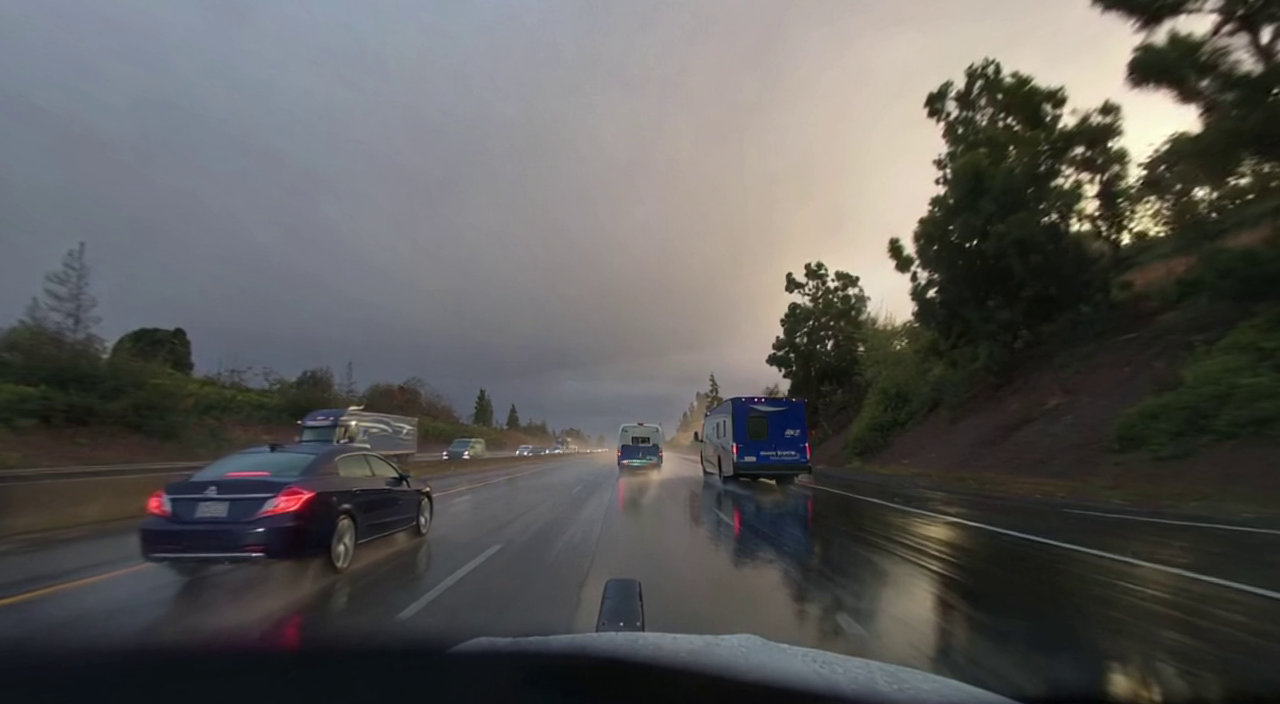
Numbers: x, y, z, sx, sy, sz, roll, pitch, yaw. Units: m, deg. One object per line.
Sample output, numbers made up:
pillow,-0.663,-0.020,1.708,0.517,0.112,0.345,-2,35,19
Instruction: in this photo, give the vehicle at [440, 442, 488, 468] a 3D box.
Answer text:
vehicle,-11.898,7.000,42.965,1.961,1.697,4.316,0,-9,0

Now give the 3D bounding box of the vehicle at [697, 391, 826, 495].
vehicle,3.774,3.114,21.505,2.607,2.910,7.252,0,-9,-3

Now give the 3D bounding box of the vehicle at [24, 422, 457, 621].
vehicle,-3.730,1.650,7.177,1.959,1.502,4.559,0,-9,0

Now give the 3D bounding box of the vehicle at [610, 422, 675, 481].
vehicle,0.057,4.304,27.341,2.524,2.310,4.986,0,-9,-1
